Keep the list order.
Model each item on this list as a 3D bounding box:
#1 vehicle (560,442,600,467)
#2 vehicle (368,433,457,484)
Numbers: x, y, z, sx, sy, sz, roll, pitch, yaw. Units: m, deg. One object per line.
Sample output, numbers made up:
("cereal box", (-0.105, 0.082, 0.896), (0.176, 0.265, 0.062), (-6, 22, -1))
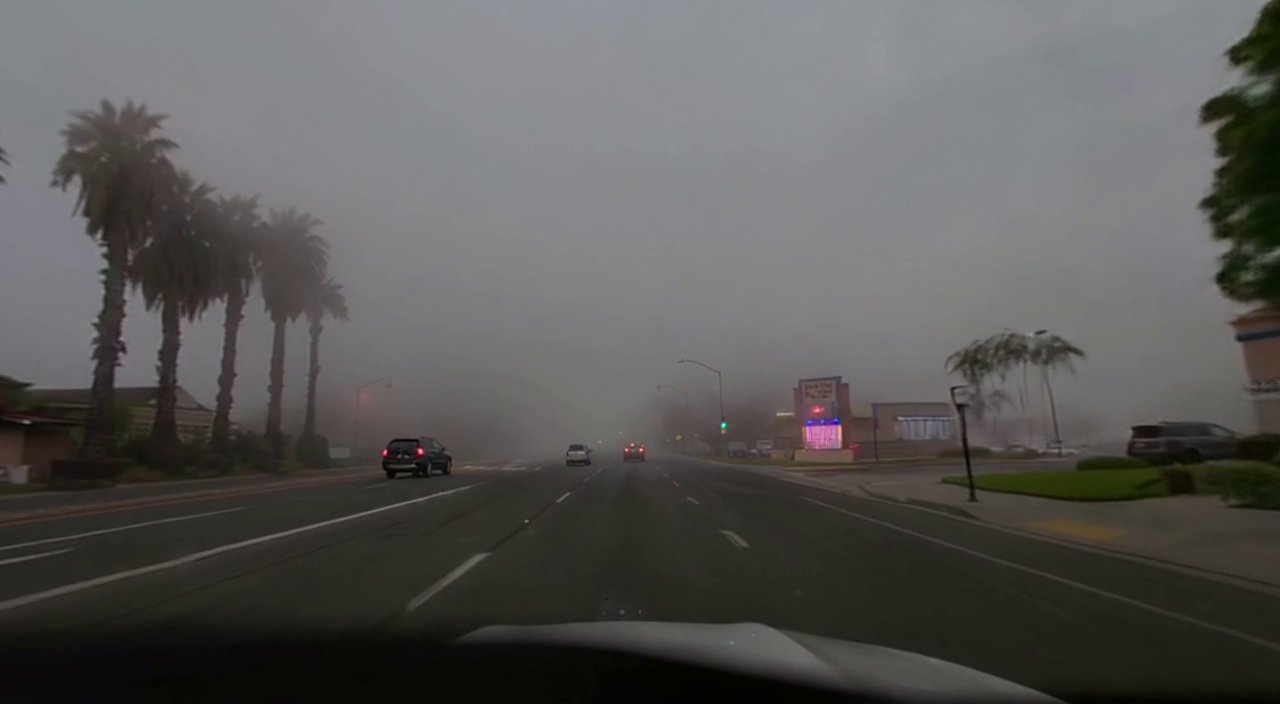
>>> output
("vehicle", (-3.745, 6.446, 39.906), (2.181, 1.483, 4.123), (0, -9, -1))
("vehicle", (-8.596, 4.071, 24.362), (2.022, 1.746, 4.406), (0, -9, -4))
